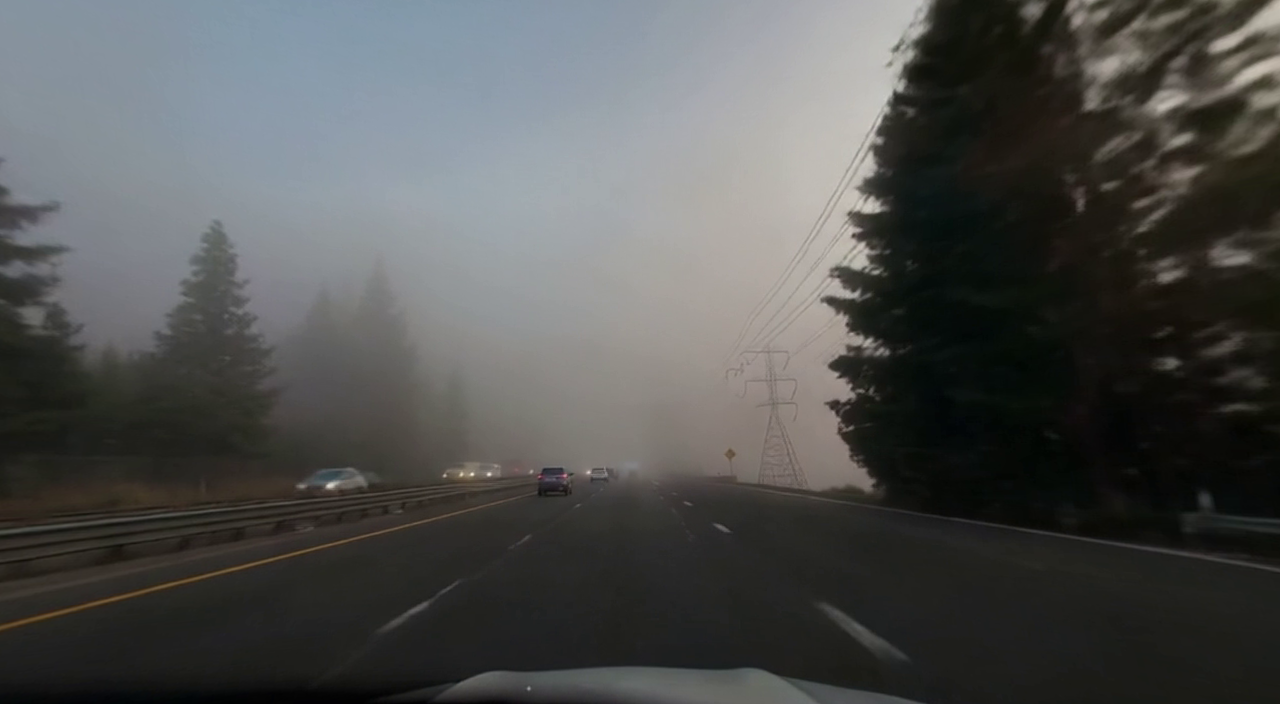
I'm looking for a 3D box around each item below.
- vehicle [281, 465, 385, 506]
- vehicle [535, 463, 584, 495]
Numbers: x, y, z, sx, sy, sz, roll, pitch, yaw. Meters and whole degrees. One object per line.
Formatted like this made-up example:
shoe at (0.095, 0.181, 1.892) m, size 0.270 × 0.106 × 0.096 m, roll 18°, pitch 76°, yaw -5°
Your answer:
vehicle at (-12.399, 5.402, 25.810) m, size 1.968 × 1.472 × 4.444 m, roll 1°, pitch -11°, yaw 0°
vehicle at (-4.128, 6.635, 33.031) m, size 1.963 × 1.501 × 4.227 m, roll 1°, pitch -11°, yaw 1°
